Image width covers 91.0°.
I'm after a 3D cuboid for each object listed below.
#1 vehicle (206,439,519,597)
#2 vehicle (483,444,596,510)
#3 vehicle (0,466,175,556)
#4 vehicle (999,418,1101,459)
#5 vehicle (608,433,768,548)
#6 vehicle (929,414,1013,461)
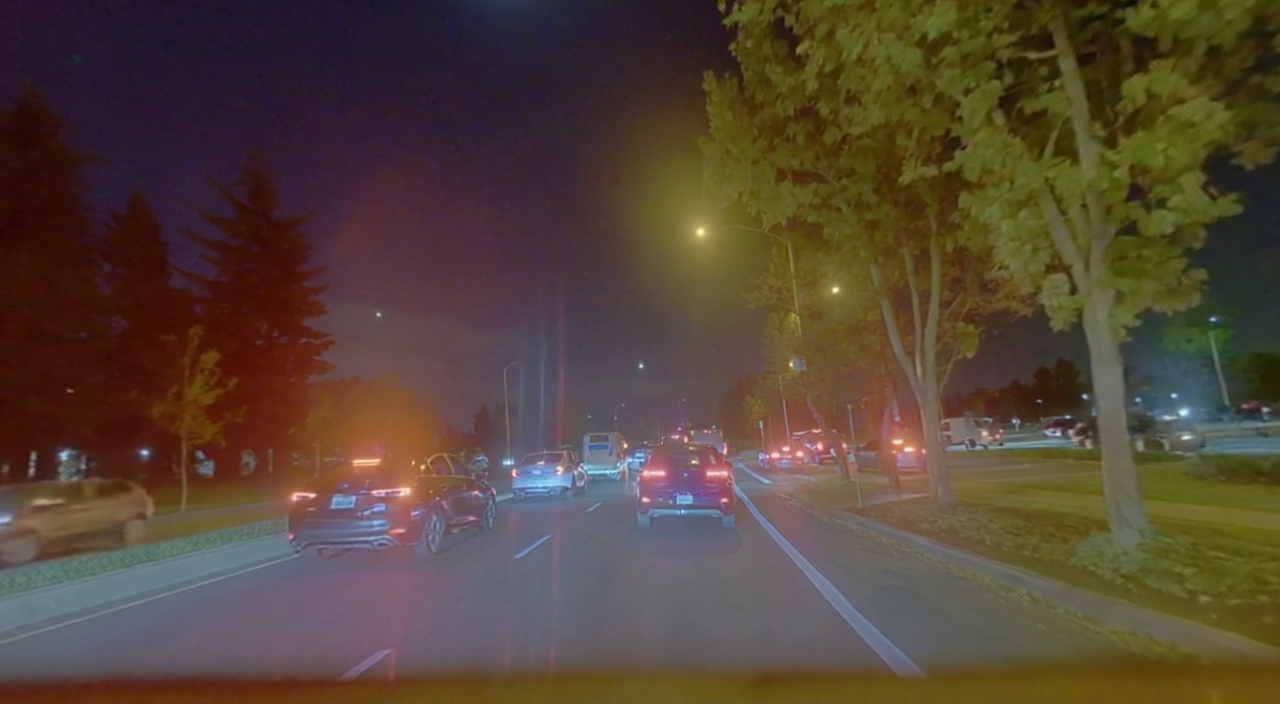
[{"bbox_3d":[-3.134,1.936,8.308,1.940,1.502,4.241,-1,-9,4],"label":"vehicle"},{"bbox_3d":[-2.464,3.205,16.608,1.870,1.490,4.187,-1,-9,6],"label":"vehicle"},{"bbox_3d":[-12.347,3.158,12.933,1.911,1.494,4.471,-1,-9,4],"label":"vehicle"},{"bbox_3d":[18.157,3.897,28.137,1.803,1.518,3.893,-6,-9,0],"label":"vehicle"},{"bbox_3d":[0.734,2.187,10.630,2.142,1.528,4.133,0,-9,3],"label":"vehicle"},{"bbox_3d":[14.895,3.926,28.662,2.288,1.933,4.612,-2,-9,14],"label":"vehicle"}]
